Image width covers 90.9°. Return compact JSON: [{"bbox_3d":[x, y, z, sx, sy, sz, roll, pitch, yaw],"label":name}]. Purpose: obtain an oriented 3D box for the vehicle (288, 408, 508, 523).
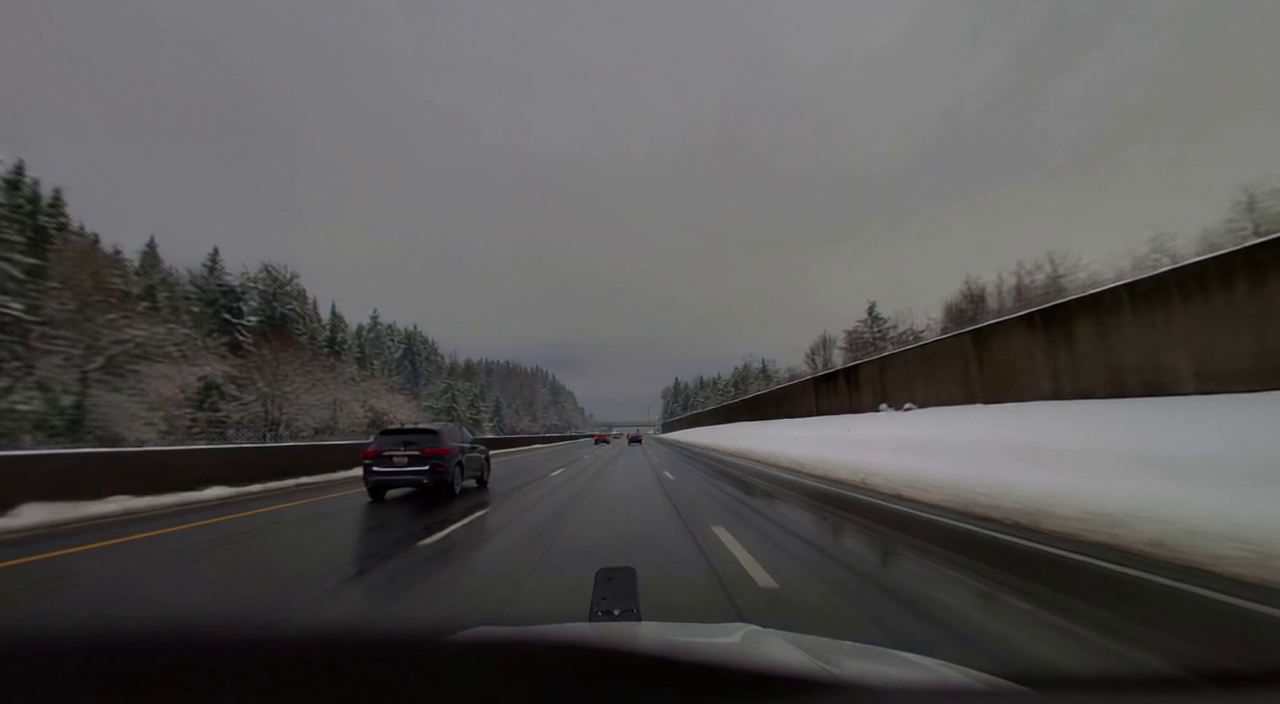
[{"bbox_3d":[-4.154,2.025,11.901,2.306,1.730,4.606,0,-8,0],"label":"vehicle"}]
